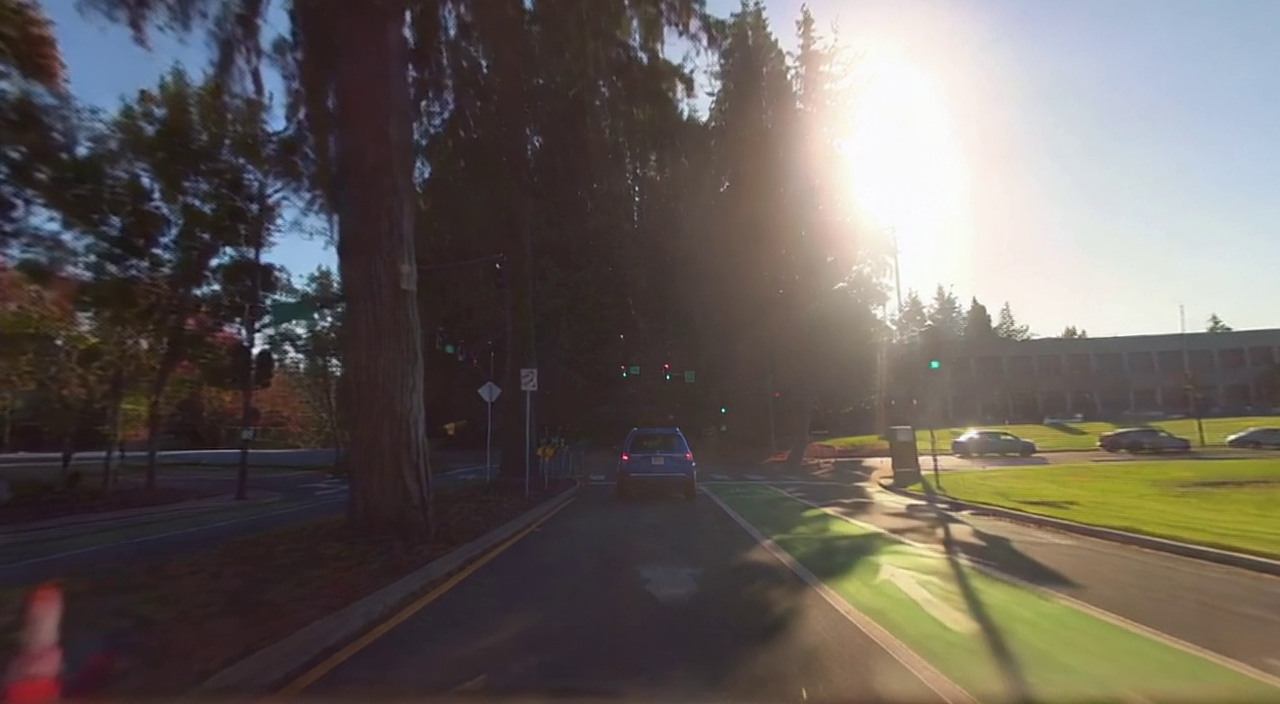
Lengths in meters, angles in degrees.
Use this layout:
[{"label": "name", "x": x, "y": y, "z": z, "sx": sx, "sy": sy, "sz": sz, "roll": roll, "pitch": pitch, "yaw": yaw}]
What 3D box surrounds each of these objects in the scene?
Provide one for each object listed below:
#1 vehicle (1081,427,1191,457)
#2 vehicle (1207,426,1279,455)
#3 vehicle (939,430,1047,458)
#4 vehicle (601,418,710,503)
[{"label": "vehicle", "x": 26.444, "y": 4.817, "z": 33.755, "sx": 4.343, "sy": 1.518, "sz": 1.845, "roll": 0, "pitch": -9, "yaw": -3}, {"label": "vehicle", "x": 33.247, "y": 4.689, "z": 33.453, "sx": 4.483, "sy": 1.481, "sz": 2.082, "roll": 0, "pitch": -9, "yaw": -4}, {"label": "vehicle", "x": 18.636, "y": 4.890, "z": 33.501, "sx": 4.492, "sy": 1.422, "sz": 1.961, "roll": 0, "pitch": -9, "yaw": -1}, {"label": "vehicle", "x": 0.321, "y": 2.678, "z": 15.946, "sx": 2.339, "sy": 1.790, "sz": 4.629, "roll": -1, "pitch": -9, "yaw": 0}]
